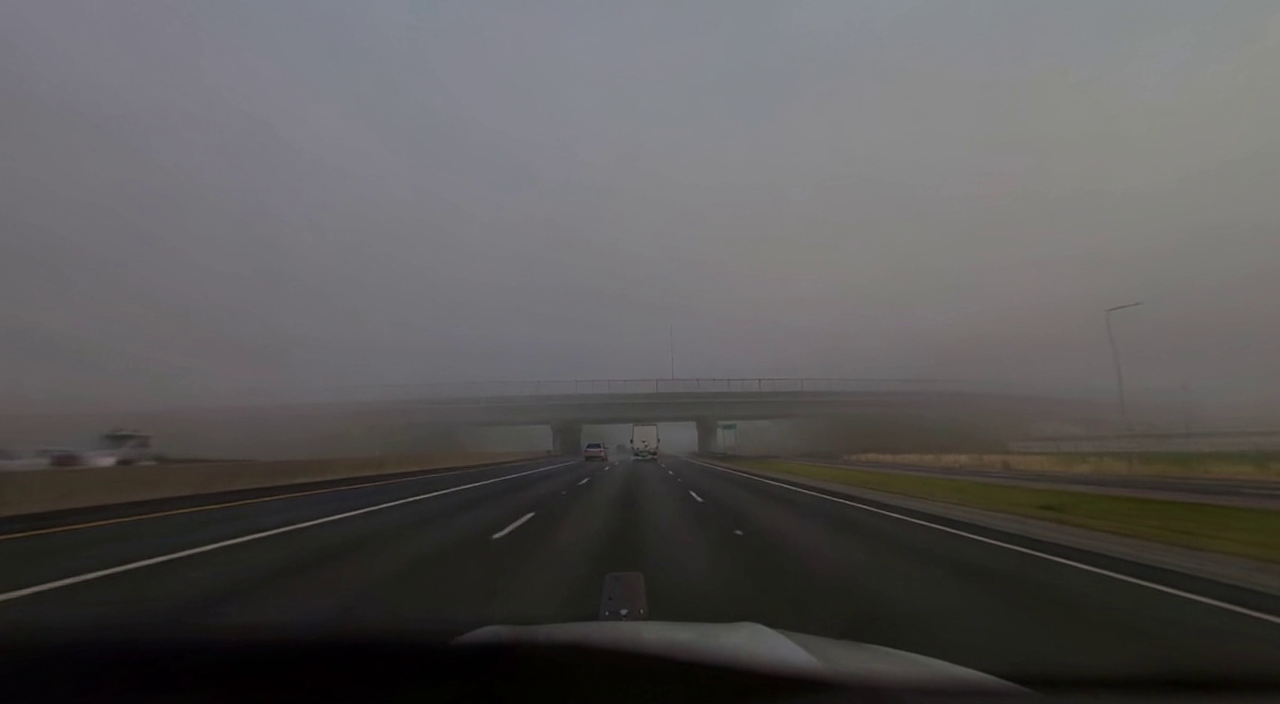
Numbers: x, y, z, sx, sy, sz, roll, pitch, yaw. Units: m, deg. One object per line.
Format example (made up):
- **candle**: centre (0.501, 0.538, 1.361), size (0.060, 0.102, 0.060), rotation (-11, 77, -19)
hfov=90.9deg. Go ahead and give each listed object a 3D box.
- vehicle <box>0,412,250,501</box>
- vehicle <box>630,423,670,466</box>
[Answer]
- **vehicle**: centre (-24.443, 4.876, 29.810), size (2.955, 3.191, 14.095), rotation (0, -9, 1)
- **vehicle**: centre (0.658, 7.226, 49.132), size (2.790, 3.075, 7.414), rotation (0, -9, -2)
